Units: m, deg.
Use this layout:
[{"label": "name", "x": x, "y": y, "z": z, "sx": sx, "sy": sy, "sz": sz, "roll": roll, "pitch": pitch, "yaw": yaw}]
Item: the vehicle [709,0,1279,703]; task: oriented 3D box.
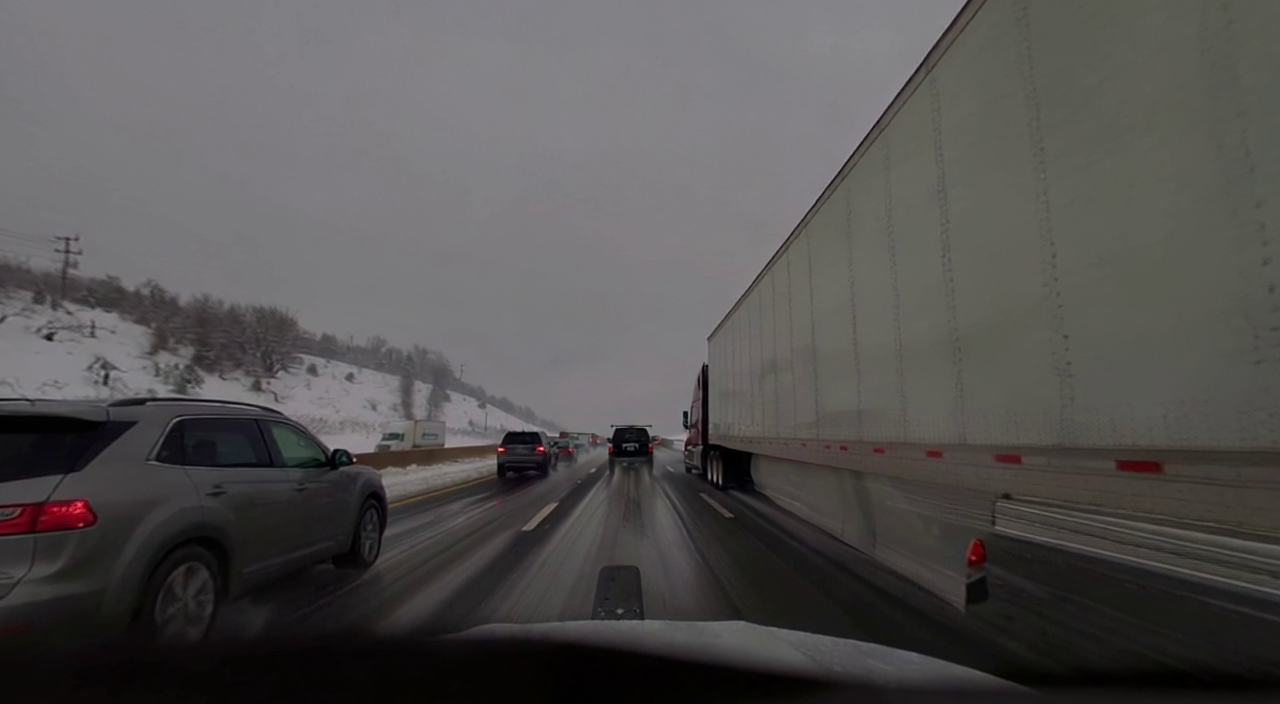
[{"label": "vehicle", "x": 3.481, "y": 0.644, "z": 9.647, "sx": 2.852, "sy": 4.121, "sz": 16.210, "roll": 0, "pitch": -8, "yaw": -1}]

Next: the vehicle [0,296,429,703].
[{"label": "vehicle", "x": -3.298, "y": 0.999, "z": 4.024, "sx": 2.193, "sy": 1.803, "sz": 4.958, "roll": 0, "pitch": -8, "yaw": 0}]

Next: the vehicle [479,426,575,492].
[{"label": "vehicle", "x": -3.373, "y": 3.309, "z": 19.832, "sx": 2.120, "sy": 1.812, "sz": 4.659, "roll": 0, "pitch": -8, "yaw": 0}]

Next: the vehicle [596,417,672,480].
[{"label": "vehicle", "x": -0.226, "y": 3.887, "z": 25.477, "sx": 2.704, "sy": 2.216, "sz": 5.804, "roll": 0, "pitch": -8, "yaw": 0}]
